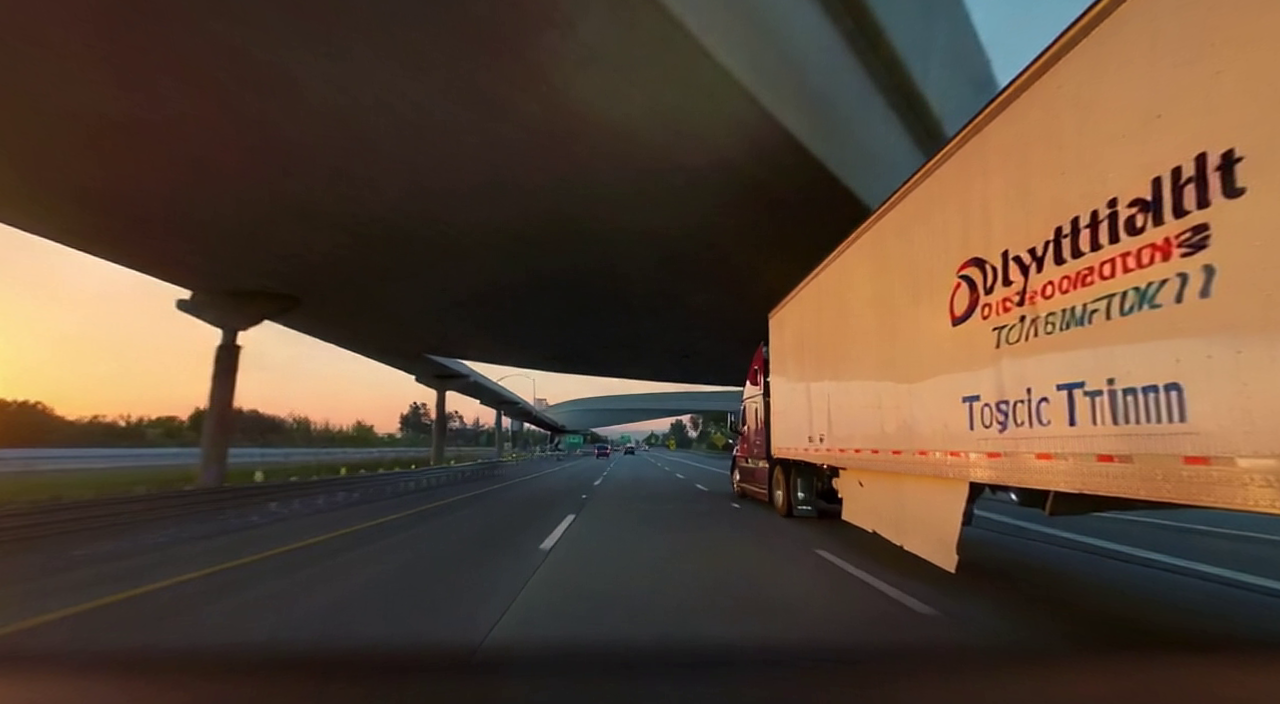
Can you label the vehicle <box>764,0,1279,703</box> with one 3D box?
[{"bbox_3d":[3.990,0.199,5.939,2.962,4.132,12.720,0,-8,0],"label":"vehicle"}]
